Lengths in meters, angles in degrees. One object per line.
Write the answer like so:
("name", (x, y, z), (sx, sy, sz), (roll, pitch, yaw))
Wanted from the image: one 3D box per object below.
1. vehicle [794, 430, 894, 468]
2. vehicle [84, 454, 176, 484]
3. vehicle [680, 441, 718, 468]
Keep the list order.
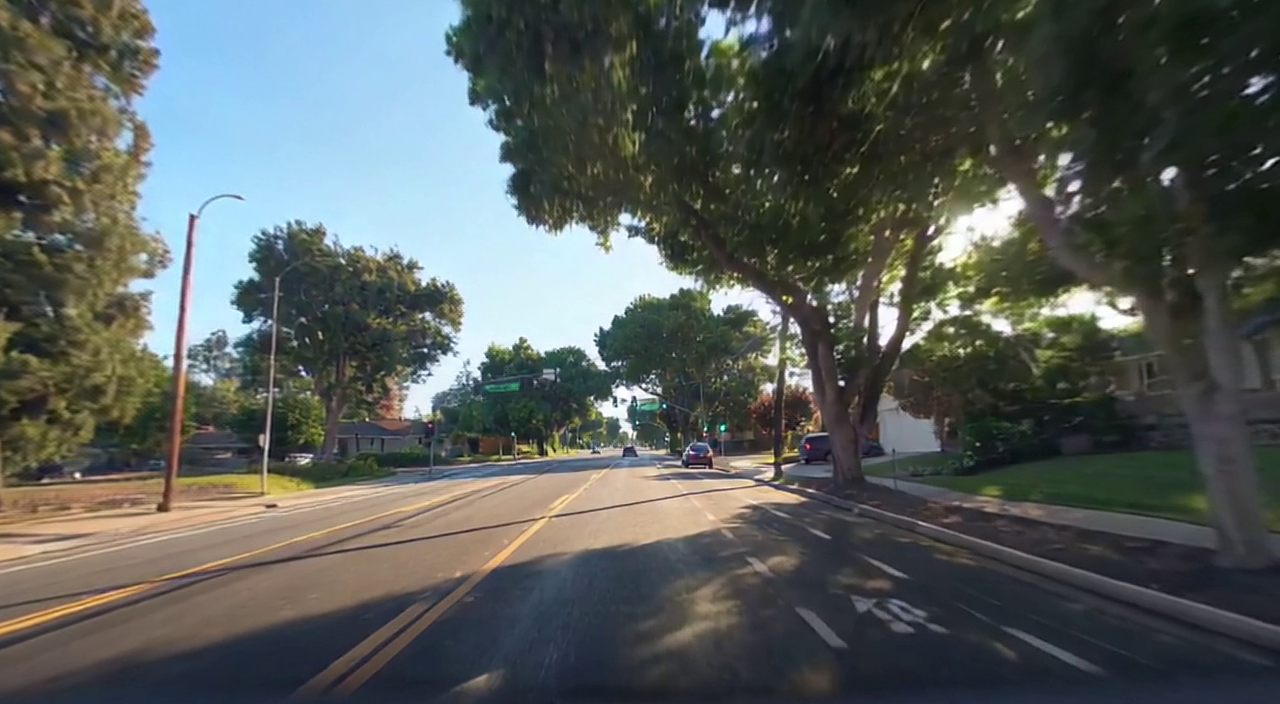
("vehicle", (10.205, 4.859, 31.551), (4.434, 1.730, 2.081), (-5, -9, 24))
("vehicle", (-35.542, 8.134, 44.263), (1.986, 1.854, 5.454), (0, -8, -1))
("vehicle", (3.813, 6.696, 41.258), (1.900, 1.661, 4.346), (0, -9, -2))
